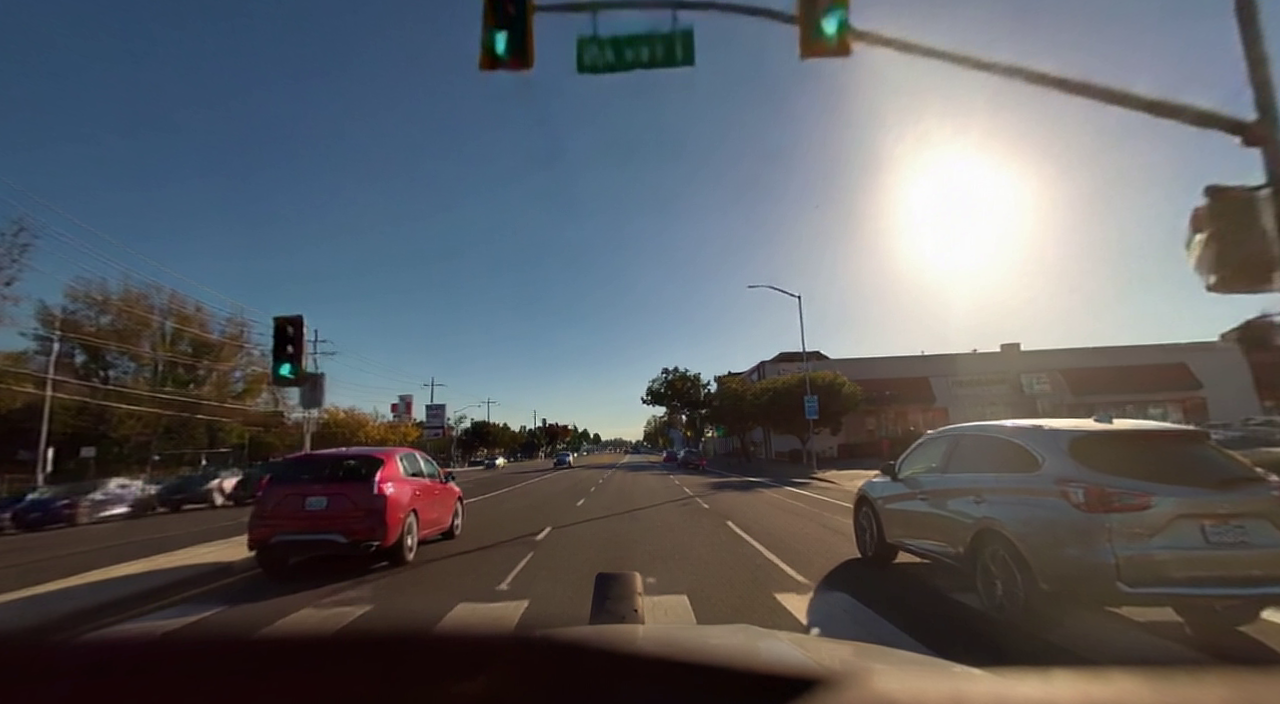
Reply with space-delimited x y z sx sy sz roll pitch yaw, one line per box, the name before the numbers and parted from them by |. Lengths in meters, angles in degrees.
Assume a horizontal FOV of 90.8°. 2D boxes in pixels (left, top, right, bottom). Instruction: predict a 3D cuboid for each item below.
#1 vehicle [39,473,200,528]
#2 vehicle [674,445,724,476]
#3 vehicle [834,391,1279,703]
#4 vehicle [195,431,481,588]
vehicle | -17.768 5.045 21.904 1.817 1.483 4.426 0 -8 -1
vehicle | 3.366 6.246 36.700 2.066 1.699 4.419 0 -8 -5
vehicle | 3.512 1.361 5.644 2.085 1.655 4.459 0 -8 -1
vehicle | -3.685 1.955 8.713 1.935 1.617 4.045 0 -8 0
